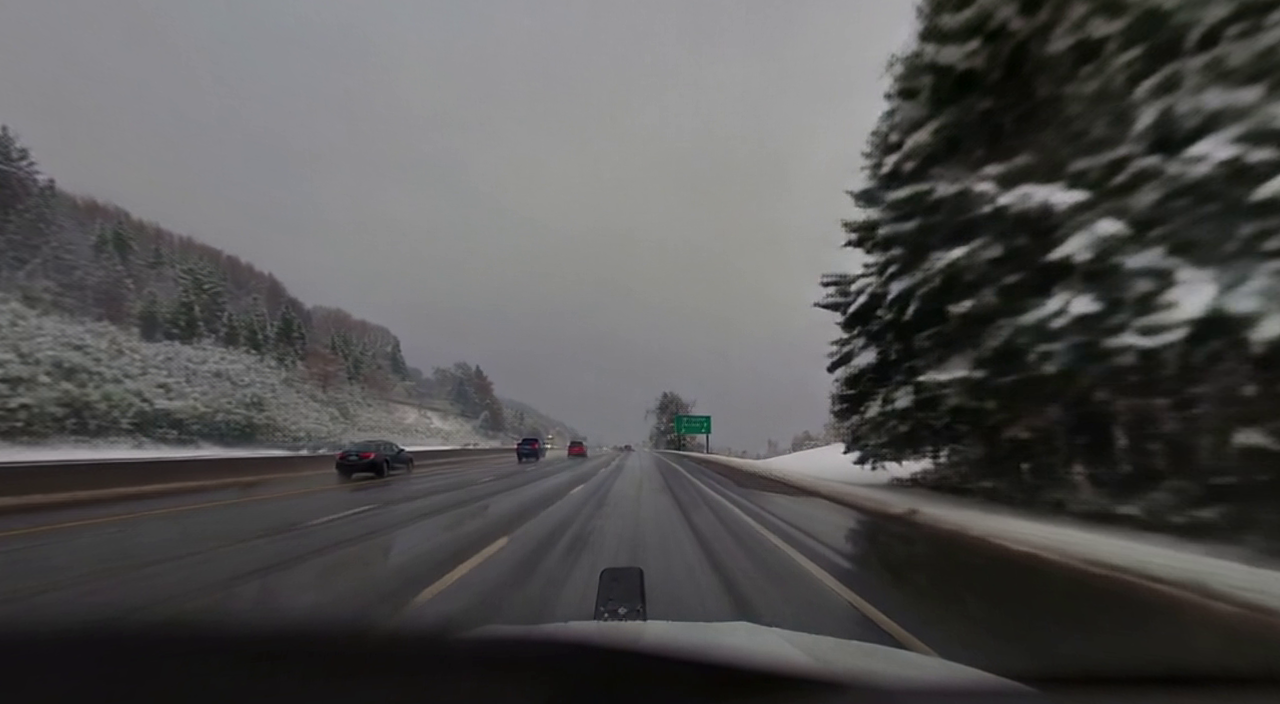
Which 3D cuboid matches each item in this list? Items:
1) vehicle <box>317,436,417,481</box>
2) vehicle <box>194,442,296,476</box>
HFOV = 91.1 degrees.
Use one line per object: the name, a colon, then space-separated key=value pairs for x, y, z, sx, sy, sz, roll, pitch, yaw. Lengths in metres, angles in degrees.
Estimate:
vehicle: x=-10.896 y=4.252 z=25.446 sx=2.001 sy=1.625 sz=4.528 roll=0 pitch=-8 yaw=0
vehicle: x=-18.467 y=4.983 z=29.616 sx=1.847 sy=1.474 sz=4.504 roll=0 pitch=-8 yaw=1
